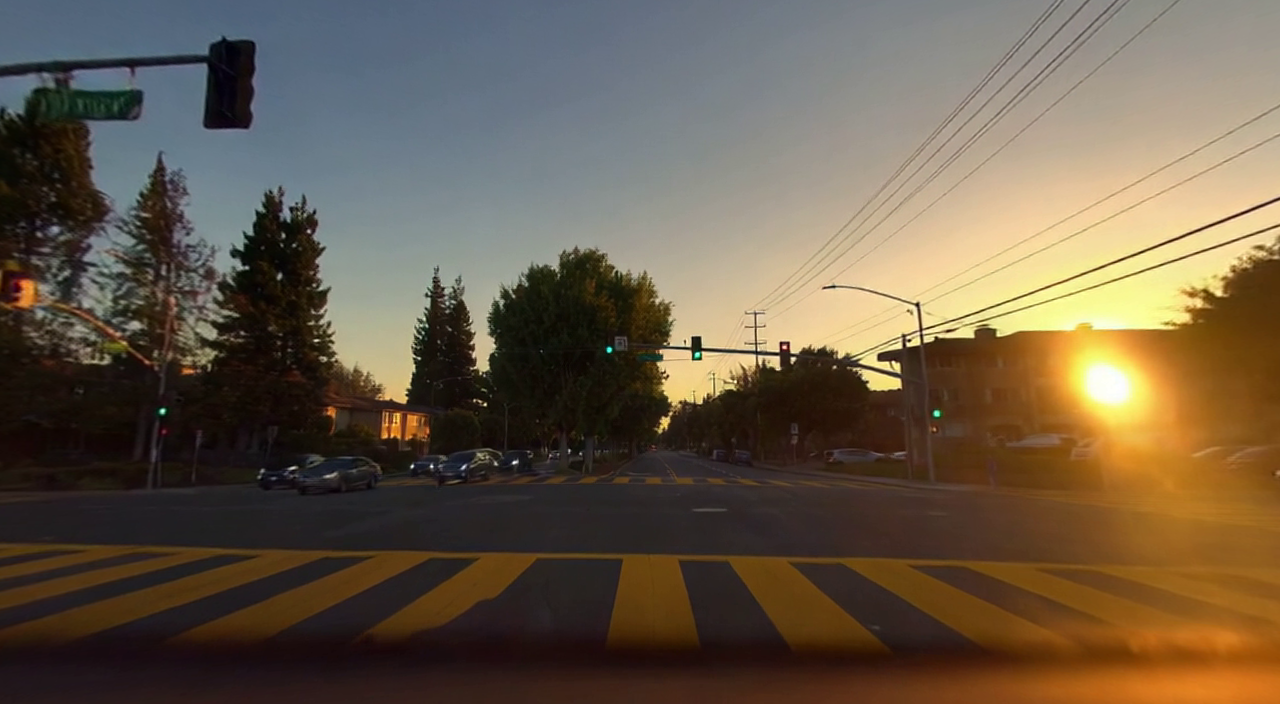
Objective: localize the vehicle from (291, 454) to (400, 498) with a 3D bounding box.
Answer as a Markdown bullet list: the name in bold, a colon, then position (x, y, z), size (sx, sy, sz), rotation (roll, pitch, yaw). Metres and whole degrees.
- **vehicle**: position (-10.991, 4.630, 23.936), size (2.007, 1.451, 4.242), rotation (0, -8, 1)

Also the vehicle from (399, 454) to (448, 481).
- **vehicle**: position (-13.916, 7.449, 40.757), size (1.783, 1.592, 3.978), rotation (0, -8, 0)

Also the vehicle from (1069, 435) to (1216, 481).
- **vehicle**: position (25.310, 5.336, 32.076), size (2.177, 2.086, 5.514), rotation (2, -9, -13)

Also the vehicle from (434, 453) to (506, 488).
- **vehicle**: position (-7.712, 5.383, 29.029), size (1.958, 1.415, 4.312), rotation (-1, -8, 2)
